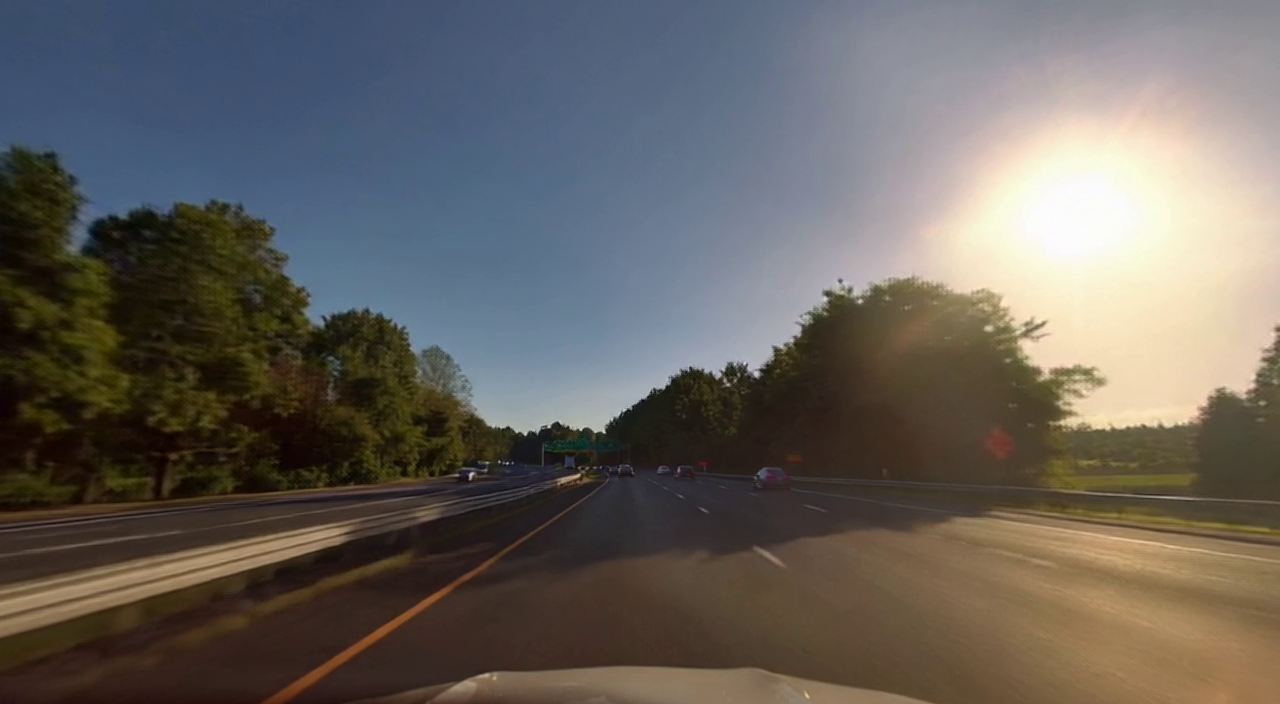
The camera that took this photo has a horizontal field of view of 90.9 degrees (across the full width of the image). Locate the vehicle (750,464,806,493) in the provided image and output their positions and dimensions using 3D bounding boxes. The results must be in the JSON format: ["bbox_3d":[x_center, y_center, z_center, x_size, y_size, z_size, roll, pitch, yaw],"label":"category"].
[{"bbox_3d":[7.587,7.013,35.101,2.024,1.476,4.352,1,-10,-2],"label":"vehicle"}]
